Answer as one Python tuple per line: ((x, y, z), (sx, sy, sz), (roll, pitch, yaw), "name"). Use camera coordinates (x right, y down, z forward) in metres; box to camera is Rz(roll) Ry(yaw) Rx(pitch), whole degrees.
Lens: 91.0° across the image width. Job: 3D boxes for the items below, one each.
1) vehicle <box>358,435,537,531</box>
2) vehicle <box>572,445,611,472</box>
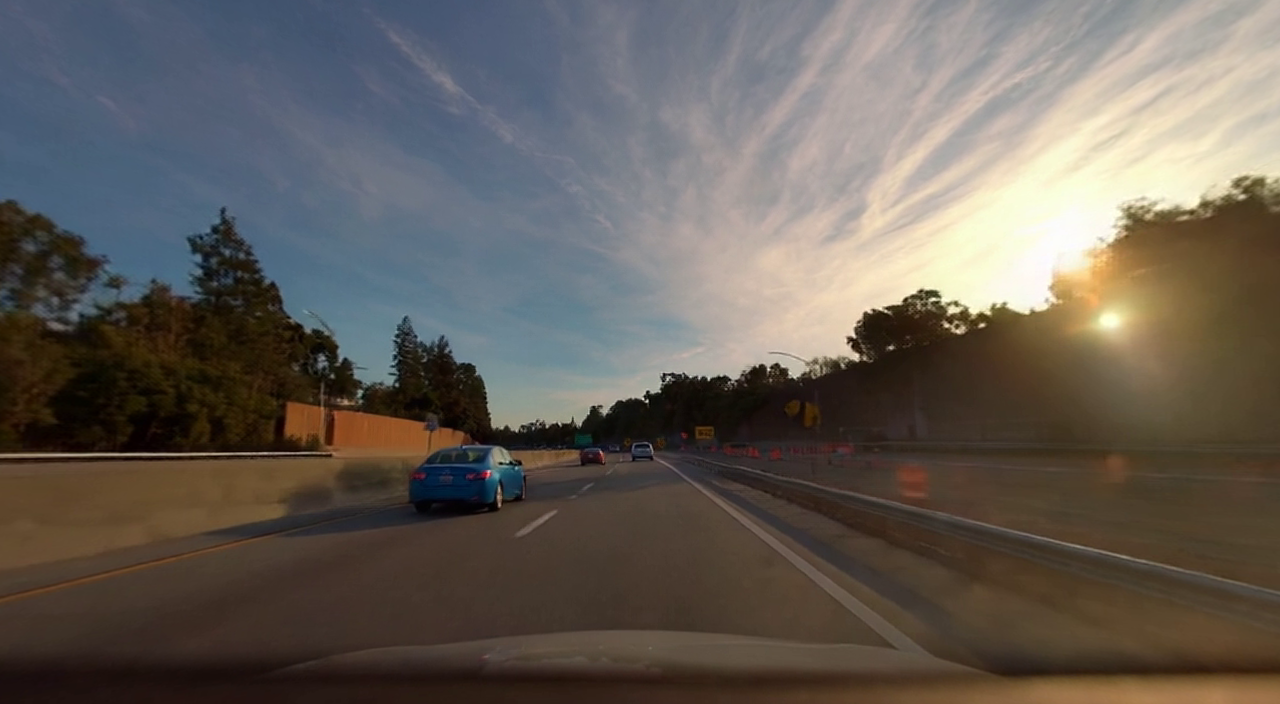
((-3.448, 2.443, 12.383), (2.012, 1.510, 4.672), (0, -9, 0), "vehicle")
((-2.808, 6.243, 37.100), (1.965, 1.459, 4.145), (0, -9, 0), "vehicle")
